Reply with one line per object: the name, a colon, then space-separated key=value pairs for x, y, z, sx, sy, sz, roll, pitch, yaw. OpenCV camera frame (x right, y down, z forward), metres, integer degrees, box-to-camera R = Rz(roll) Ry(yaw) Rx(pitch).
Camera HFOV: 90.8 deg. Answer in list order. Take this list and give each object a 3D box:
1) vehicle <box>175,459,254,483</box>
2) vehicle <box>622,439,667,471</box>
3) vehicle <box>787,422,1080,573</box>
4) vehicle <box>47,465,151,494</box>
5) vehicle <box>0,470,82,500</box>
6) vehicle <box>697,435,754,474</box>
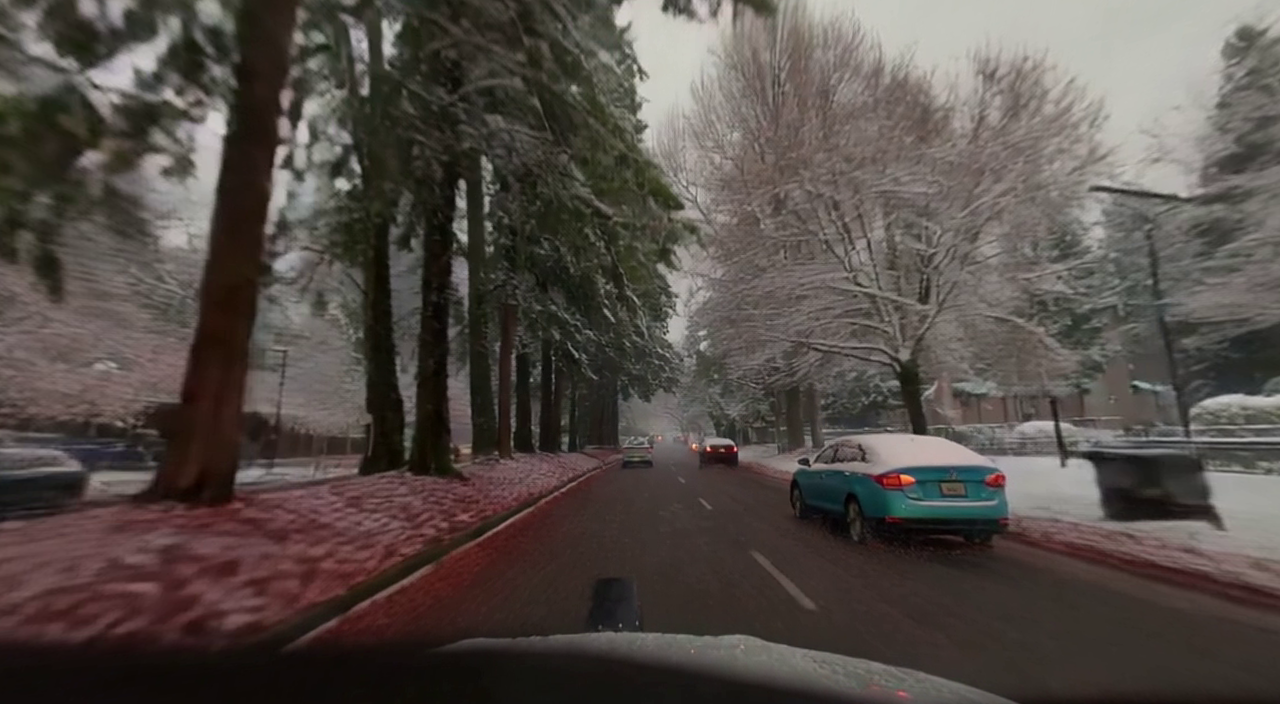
vehicle: x=-30.706 y=8.597 z=45.675 sx=4.279 sy=1.438 sz=2.037 roll=-3 pitch=-9 yaw=3
vehicle: x=0.234 y=5.136 z=31.677 sx=2.082 sy=1.473 sz=4.028 roll=0 pitch=-8 yaw=1
vehicle: x=3.488 y=1.796 z=8.589 sx=1.985 sy=1.529 sz=4.147 roll=0 pitch=-8 yaw=0
vehicle: x=-31.962 y=7.520 z=37.405 sx=4.432 sy=1.535 sz=1.866 roll=0 pitch=-8 yaw=2
vehicle: x=-31.283 y=6.771 z=32.220 sx=3.757 sy=1.391 sz=2.001 roll=-1 pitch=-9 yaw=2
vehicle: x=3.926 y=4.787 z=29.697 sx=2.074 sy=1.652 sz=4.340 roll=0 pitch=-9 yaw=0
